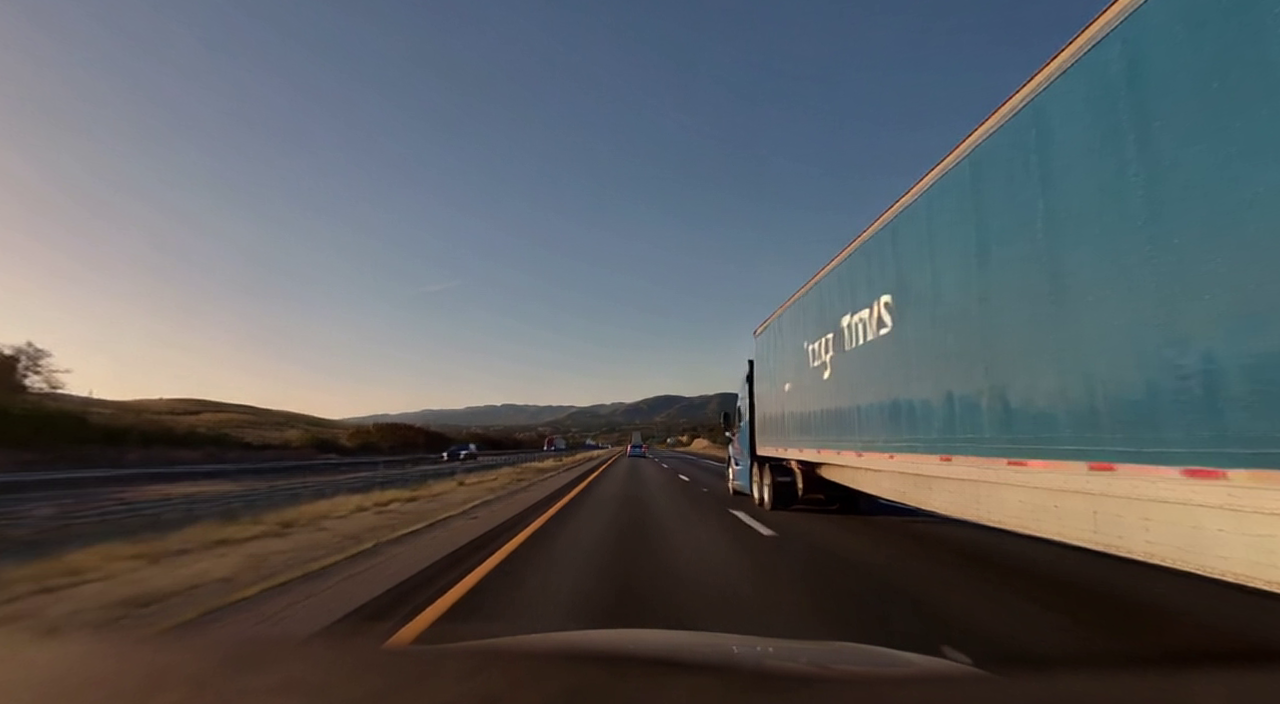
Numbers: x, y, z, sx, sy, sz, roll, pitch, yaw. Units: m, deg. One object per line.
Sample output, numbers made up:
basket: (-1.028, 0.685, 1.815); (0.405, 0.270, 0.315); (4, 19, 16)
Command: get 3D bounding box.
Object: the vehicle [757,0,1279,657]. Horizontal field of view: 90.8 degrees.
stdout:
vehicle: (4.147, 0.385, 9.029); (2.859, 4.378, 10.032); (0, -9, 0)
